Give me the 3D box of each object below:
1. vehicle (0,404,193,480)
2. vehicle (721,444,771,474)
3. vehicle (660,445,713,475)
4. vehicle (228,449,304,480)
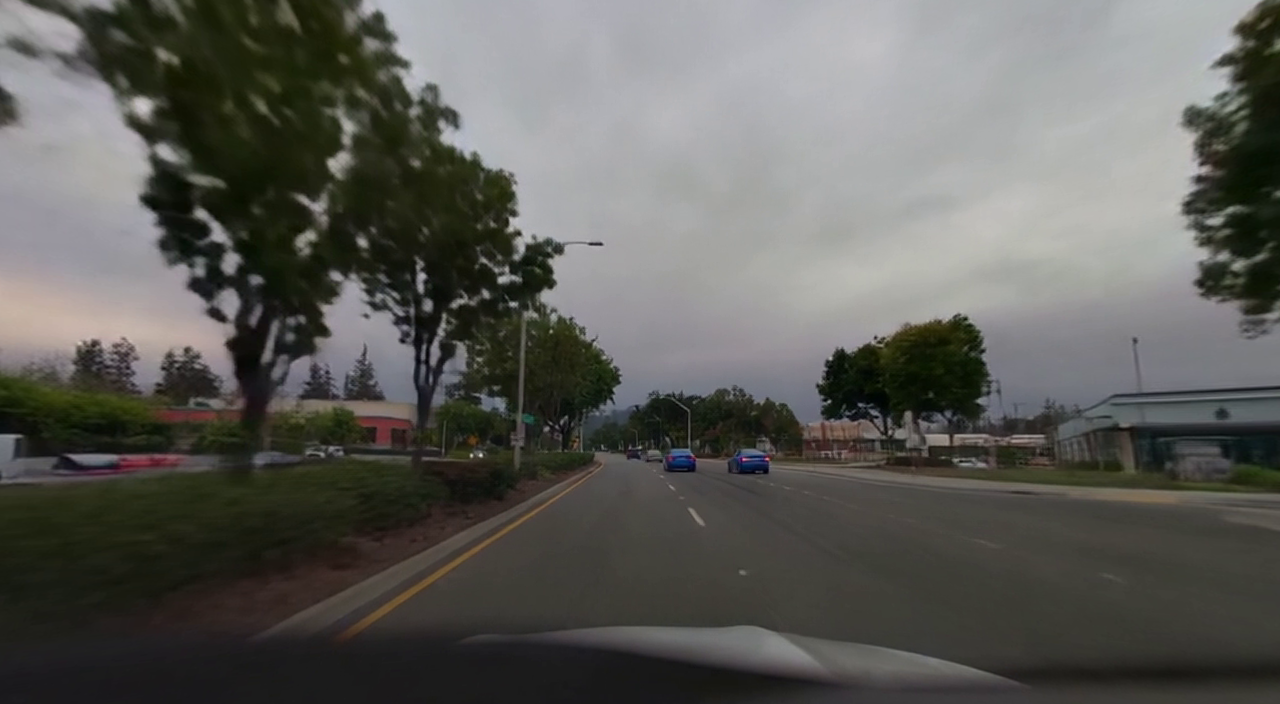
[{"bbox_3d":[-26.311,4.208,29.375,8.121,3.260,2.889,2,-9,-11],"label":"vehicle"},{"bbox_3d":[5.894,5.973,35.340,1.886,1.528,4.169,0,-9,-3],"label":"vehicle"},{"bbox_3d":[2.369,5.696,33.351,2.256,1.451,4.313,0,-9,-3],"label":"vehicle"},{"bbox_3d":[-20.000,6.010,33.878,1.730,1.516,3.847,0,-9,-1],"label":"vehicle"}]
